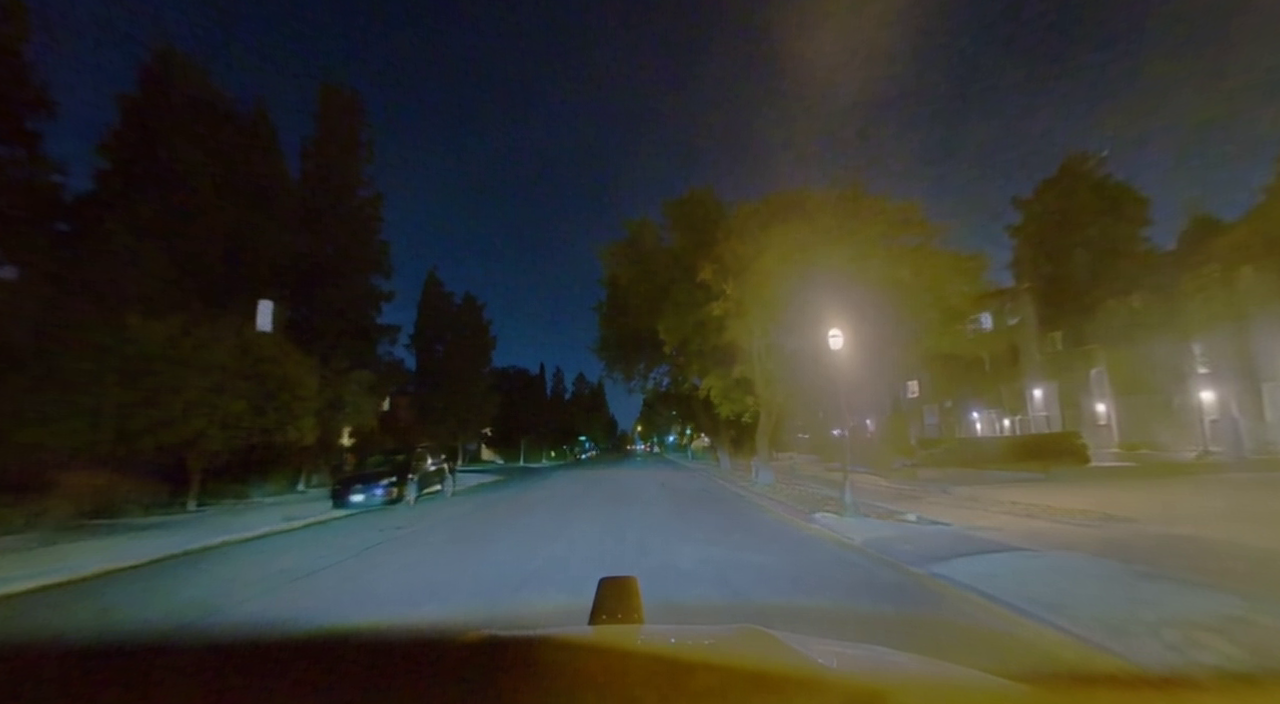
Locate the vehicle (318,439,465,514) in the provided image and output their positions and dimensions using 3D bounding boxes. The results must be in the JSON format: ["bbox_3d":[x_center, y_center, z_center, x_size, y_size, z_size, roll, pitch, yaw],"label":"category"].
[{"bbox_3d":[-6.563,3.349,17.491,2.078,1.745,5.119,0,-9,-1],"label":"vehicle"}]
